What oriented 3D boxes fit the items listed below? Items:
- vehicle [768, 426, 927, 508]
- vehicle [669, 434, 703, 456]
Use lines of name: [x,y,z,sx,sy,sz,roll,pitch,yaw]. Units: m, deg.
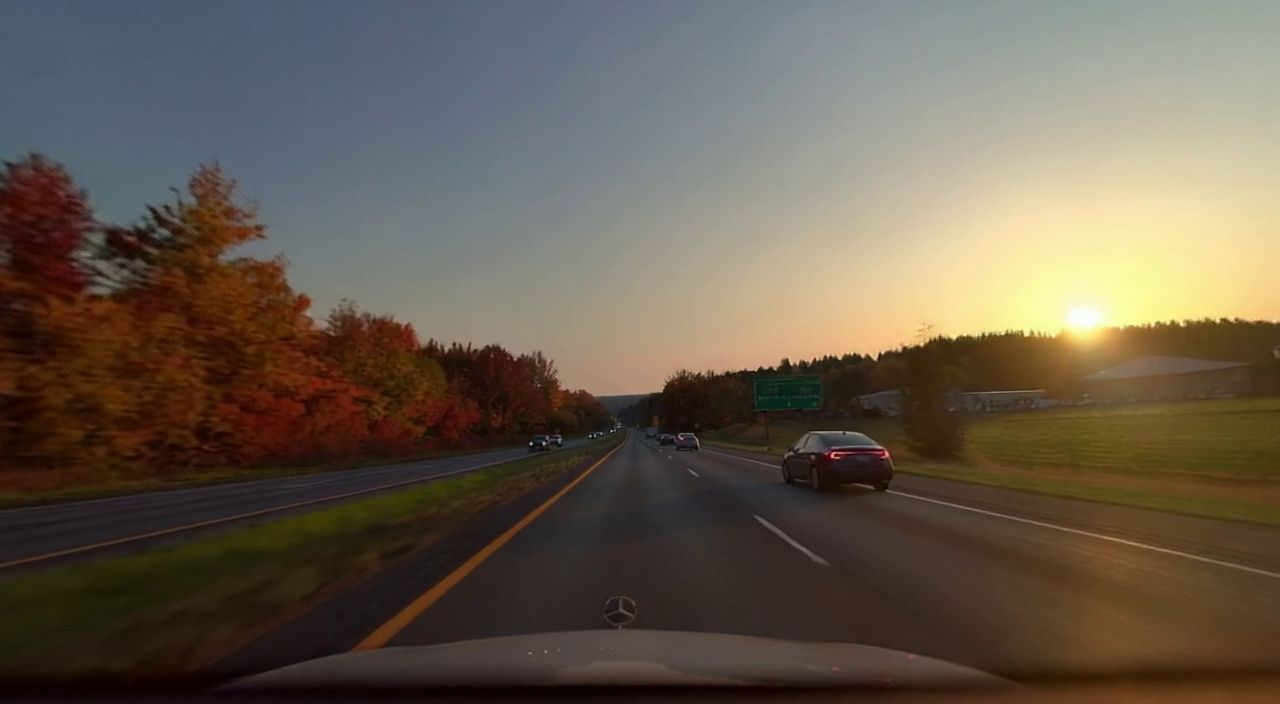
vehicle: [4.350,2.463,13.974,2.024,1.516,4.197,0,-8,-1]
vehicle: [3.255,6.679,45.170,2.057,1.540,4.158,0,-8,-1]
